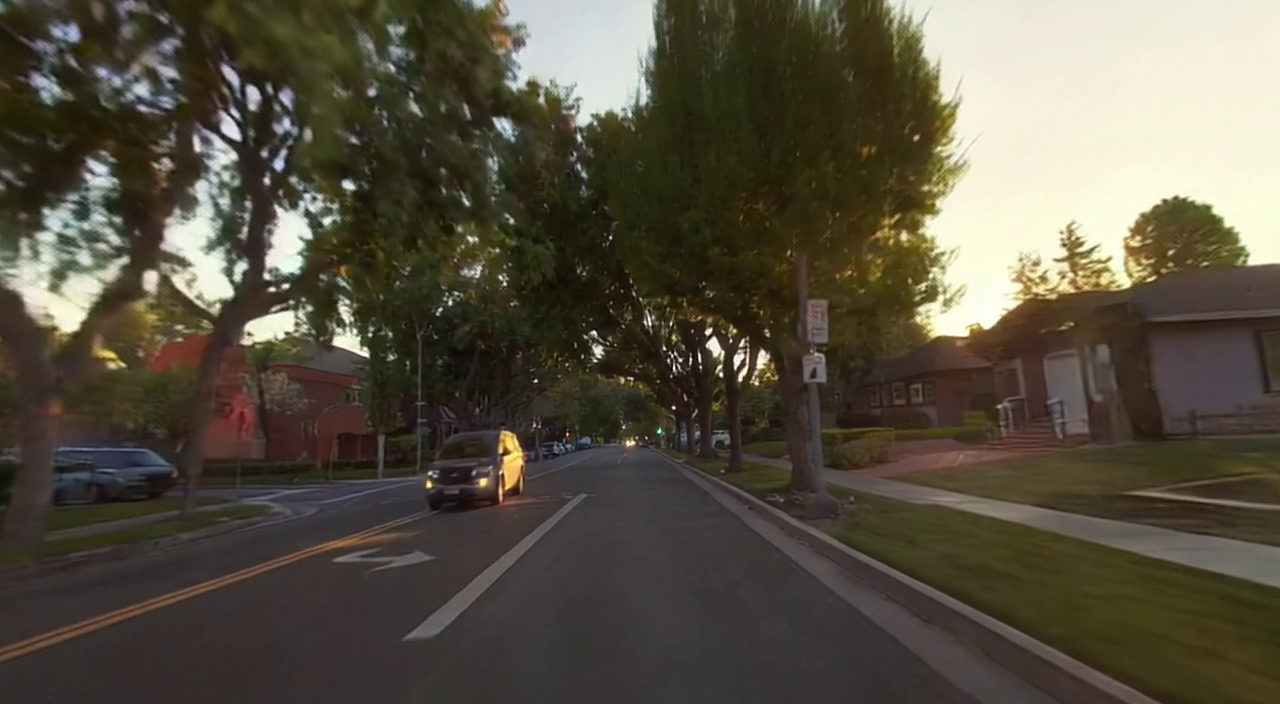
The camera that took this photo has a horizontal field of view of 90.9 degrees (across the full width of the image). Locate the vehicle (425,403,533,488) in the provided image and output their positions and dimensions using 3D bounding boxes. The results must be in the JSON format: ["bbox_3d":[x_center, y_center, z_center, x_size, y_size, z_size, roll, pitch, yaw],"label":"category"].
[{"bbox_3d":[-5.808,3.504,23.730,2.303,2.760,5.868,0,-8,2],"label":"vehicle"}]
